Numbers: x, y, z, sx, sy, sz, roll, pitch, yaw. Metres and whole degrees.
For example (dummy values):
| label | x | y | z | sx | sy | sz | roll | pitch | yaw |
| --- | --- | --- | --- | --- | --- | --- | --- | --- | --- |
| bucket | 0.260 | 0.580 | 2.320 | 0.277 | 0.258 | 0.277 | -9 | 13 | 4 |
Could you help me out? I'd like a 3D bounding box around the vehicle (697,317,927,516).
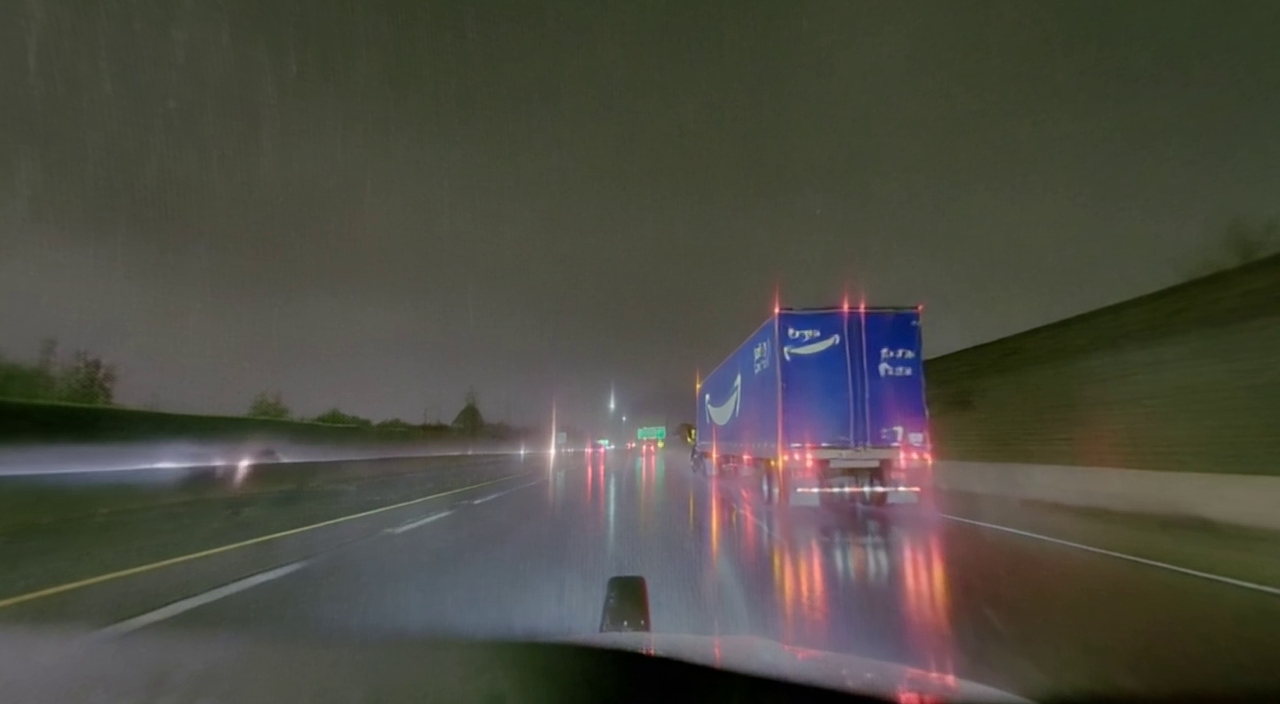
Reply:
| label | x | y | z | sx | sy | sz | roll | pitch | yaw |
| --- | --- | --- | --- | --- | --- | --- | --- | --- | --- |
| vehicle | 4.207 | 2.534 | 21.230 | 2.928 | 4.021 | 17.190 | 0 | -9 | 0 |
